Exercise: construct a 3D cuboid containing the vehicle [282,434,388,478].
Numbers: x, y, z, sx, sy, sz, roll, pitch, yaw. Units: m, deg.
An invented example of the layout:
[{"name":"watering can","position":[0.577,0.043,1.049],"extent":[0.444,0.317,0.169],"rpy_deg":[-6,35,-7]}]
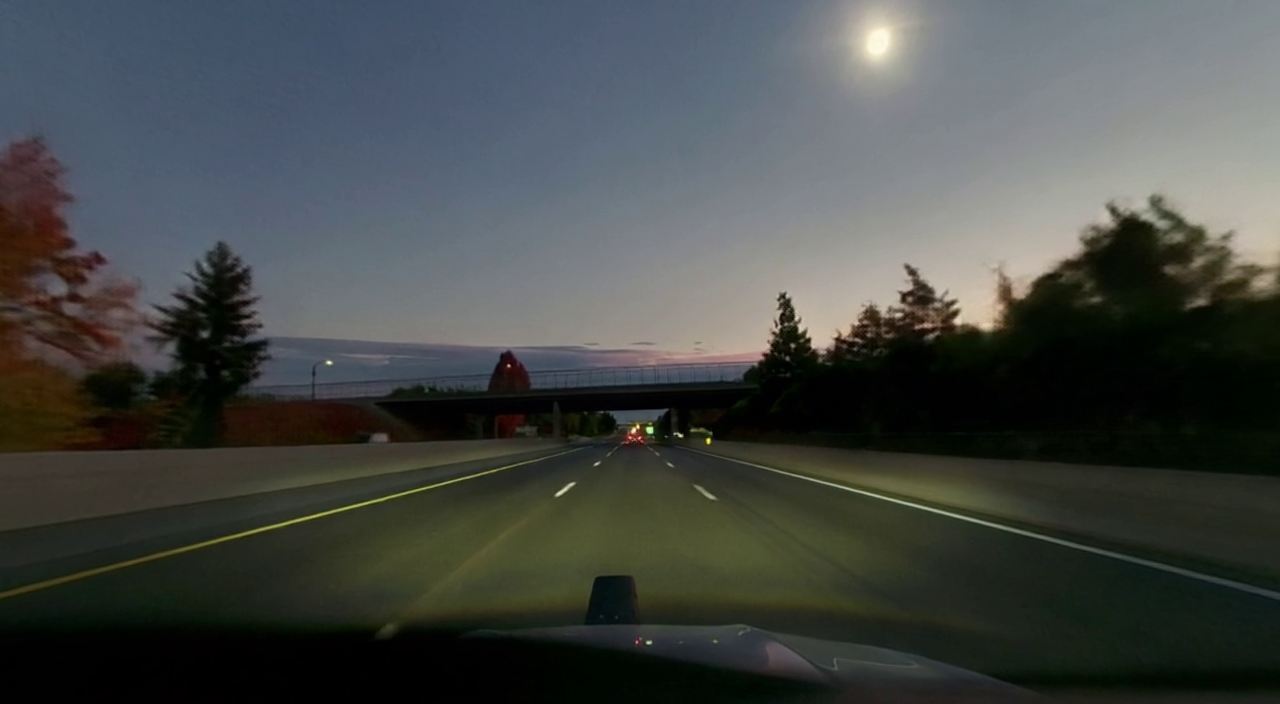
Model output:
[{"name":"vehicle","position":[-11.615,3.961,24.350],"extent":[1.922,1.512,4.369],"rpy_deg":[0,-8,0]}]
